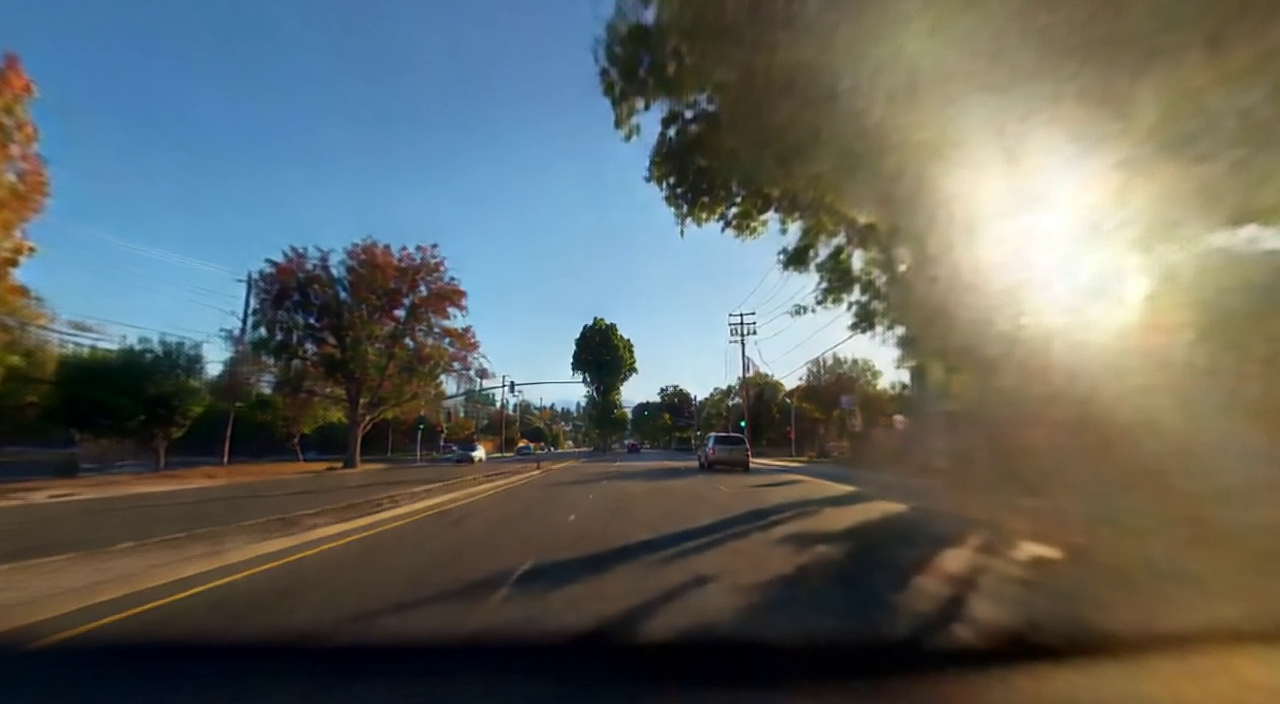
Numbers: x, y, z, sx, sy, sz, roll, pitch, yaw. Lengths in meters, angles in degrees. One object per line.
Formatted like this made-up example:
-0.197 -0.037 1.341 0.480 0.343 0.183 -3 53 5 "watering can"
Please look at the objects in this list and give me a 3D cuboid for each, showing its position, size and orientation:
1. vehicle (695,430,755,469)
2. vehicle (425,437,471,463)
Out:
4.101 4.817 31.222 2.240 1.781 4.433 0 -8 -1 "vehicle"
-13.348 6.830 44.037 1.925 1.670 4.371 0 -8 -1 "vehicle"
